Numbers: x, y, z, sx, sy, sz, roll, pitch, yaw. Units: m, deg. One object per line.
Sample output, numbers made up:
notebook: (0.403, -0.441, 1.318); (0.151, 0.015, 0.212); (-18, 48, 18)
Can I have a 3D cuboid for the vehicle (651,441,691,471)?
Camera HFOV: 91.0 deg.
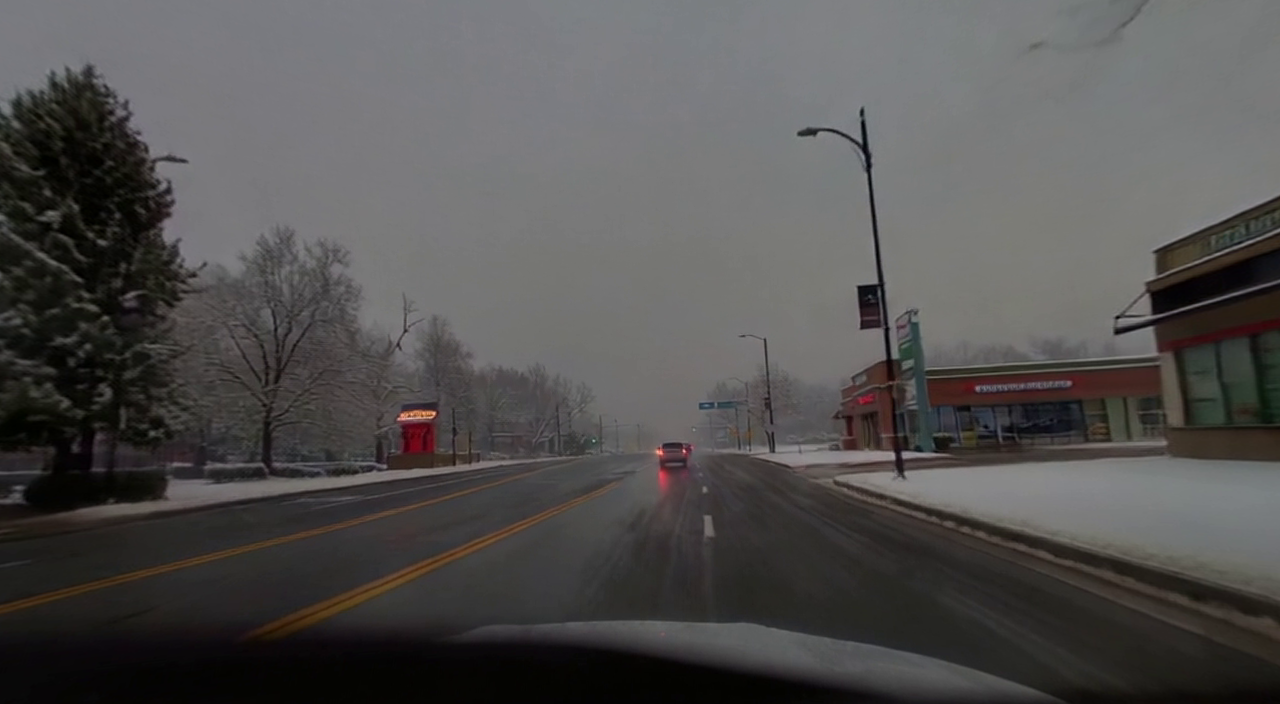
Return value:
vehicle: (2.010, 6.520, 39.707); (2.235, 1.719, 4.292); (0, -9, 6)
